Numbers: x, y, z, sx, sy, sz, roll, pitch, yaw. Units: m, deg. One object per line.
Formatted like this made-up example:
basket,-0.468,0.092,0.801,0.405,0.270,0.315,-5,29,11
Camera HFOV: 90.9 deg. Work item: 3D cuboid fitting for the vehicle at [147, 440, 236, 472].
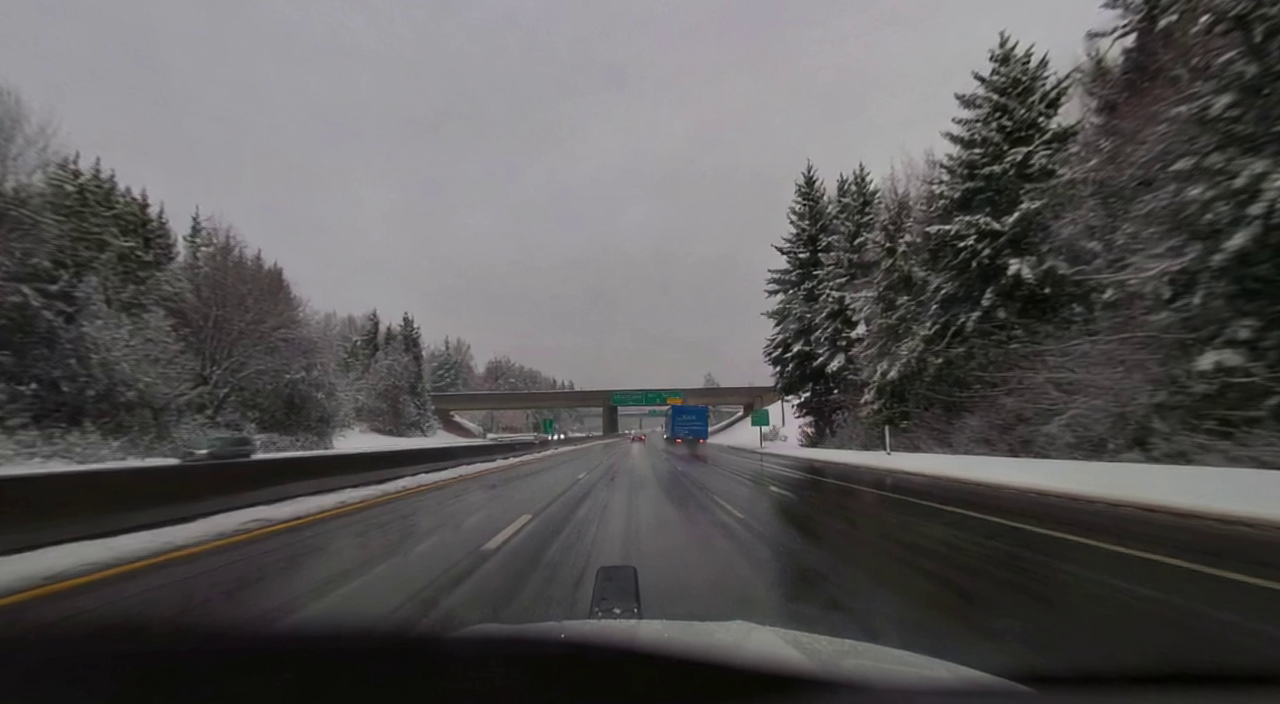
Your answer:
vehicle,-24.317,5.626,34.374,1.870,1.581,4.166,0,-8,-1
